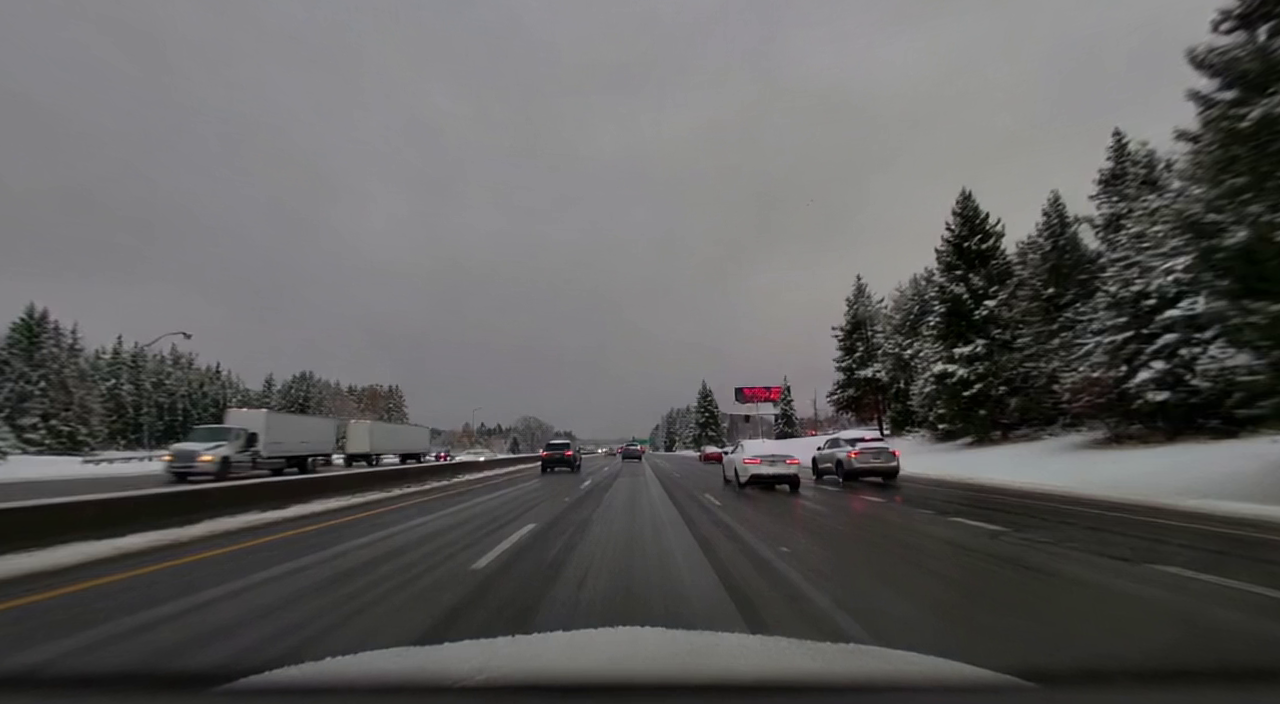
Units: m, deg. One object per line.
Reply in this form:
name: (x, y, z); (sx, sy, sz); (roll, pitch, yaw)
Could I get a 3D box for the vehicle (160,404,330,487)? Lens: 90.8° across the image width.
vehicle: (-18.067, 4.397, 29.757); (3.120, 3.378, 7.577); (0, -9, -1)

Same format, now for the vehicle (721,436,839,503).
vehicle: (3.520, 3.055, 16.842); (1.987, 1.509, 4.512); (0, -9, -1)

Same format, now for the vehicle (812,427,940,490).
vehicle: (7.452, 3.428, 20.622); (2.176, 1.793, 4.841); (0, -9, -2)

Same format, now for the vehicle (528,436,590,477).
vehicle: (-3.699, 4.895, 29.738); (2.256, 1.756, 4.745); (0, -9, 0)

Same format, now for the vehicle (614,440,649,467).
vehicle: (-0.561, 6.691, 41.627); (2.191, 1.685, 4.015); (0, -9, 0)
